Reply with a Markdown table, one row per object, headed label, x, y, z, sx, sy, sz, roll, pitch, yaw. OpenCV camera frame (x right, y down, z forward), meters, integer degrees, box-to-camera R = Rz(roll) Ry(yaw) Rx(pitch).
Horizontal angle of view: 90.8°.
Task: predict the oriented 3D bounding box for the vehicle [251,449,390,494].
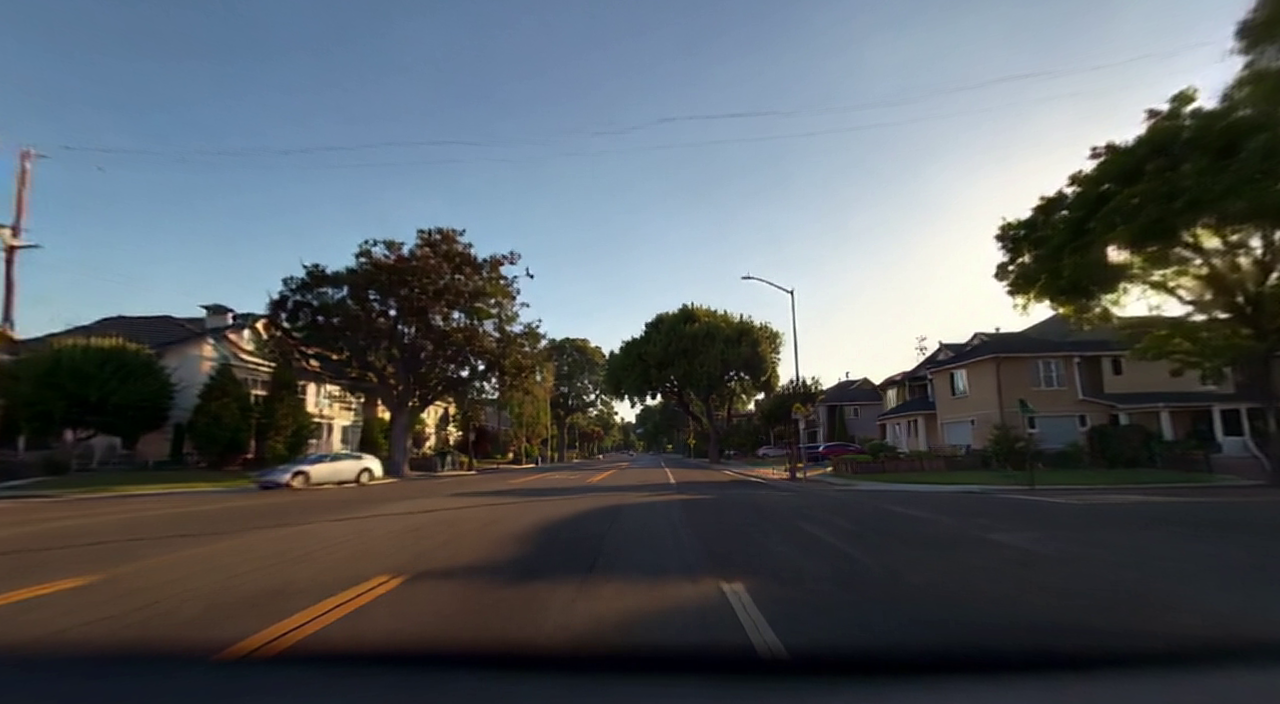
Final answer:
| label | x | y | z | sx | sy | sz | roll | pitch | yaw |
| --- | --- | --- | --- | --- | --- | --- | --- | --- | --- |
| vehicle | -12.738 | 4.765 | 25.600 | 2.064 | 1.596 | 4.716 | -4 | -9 | 23 |
